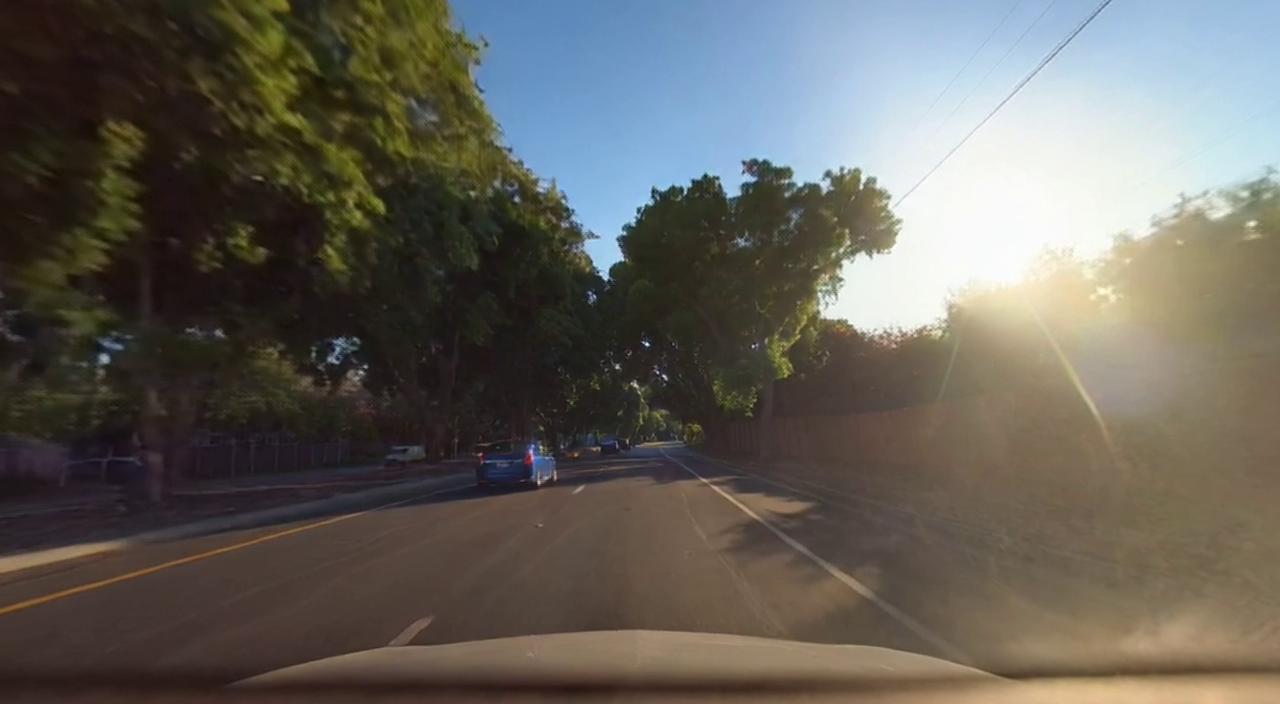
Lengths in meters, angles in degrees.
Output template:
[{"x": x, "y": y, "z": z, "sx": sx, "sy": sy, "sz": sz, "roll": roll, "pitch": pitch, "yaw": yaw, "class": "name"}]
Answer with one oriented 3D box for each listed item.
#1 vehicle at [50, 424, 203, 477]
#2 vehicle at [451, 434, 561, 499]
[{"x": -34.323, "y": 6.624, "z": 42.882, "sx": 2.817, "sy": 3.013, "sz": 8.966, "roll": -5, "pitch": -8, "yaw": 1, "class": "vehicle"}, {"x": -3.308, "y": 2.909, "z": 16.525, "sx": 1.870, "sy": 1.431, "sz": 4.317, "roll": 0, "pitch": -8, "yaw": 1, "class": "vehicle"}]
